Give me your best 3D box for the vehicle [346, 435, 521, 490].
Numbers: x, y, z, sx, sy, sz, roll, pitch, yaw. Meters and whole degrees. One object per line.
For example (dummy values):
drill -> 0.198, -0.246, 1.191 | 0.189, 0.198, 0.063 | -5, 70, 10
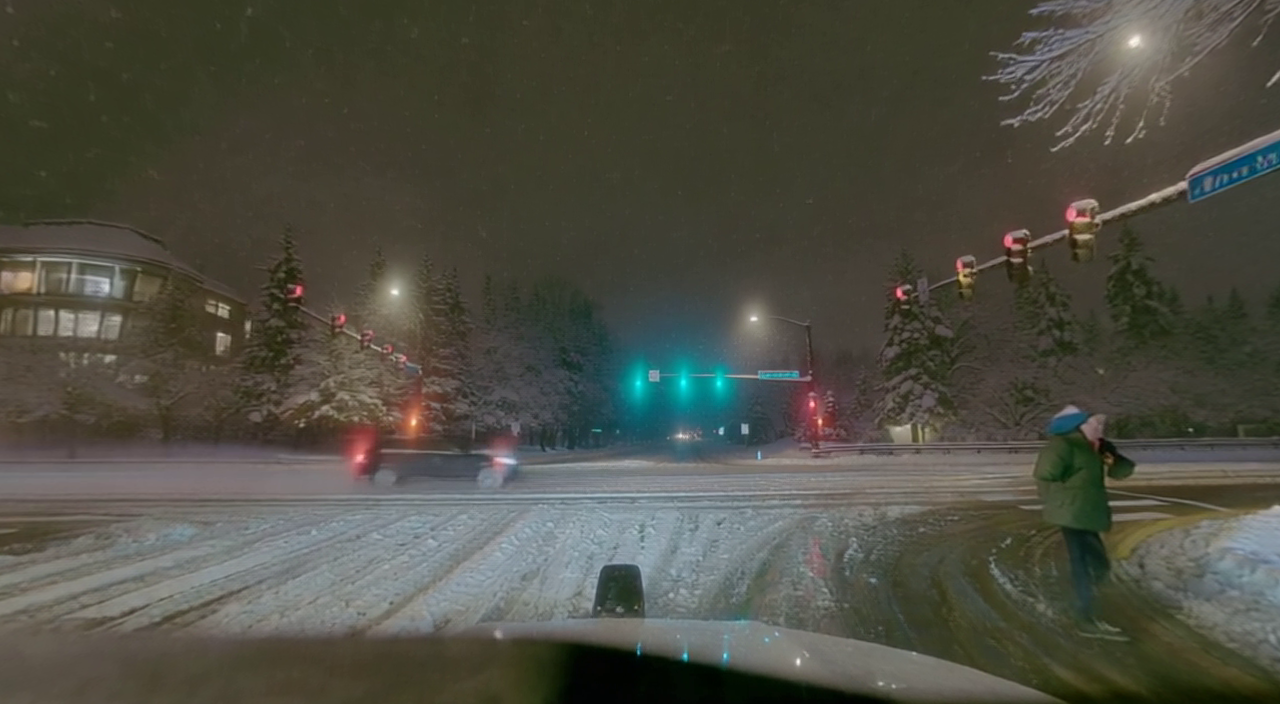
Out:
vehicle -> -5.979, 3.259, 18.741 | 4.502, 1.512, 1.917 | 0, -9, 0
